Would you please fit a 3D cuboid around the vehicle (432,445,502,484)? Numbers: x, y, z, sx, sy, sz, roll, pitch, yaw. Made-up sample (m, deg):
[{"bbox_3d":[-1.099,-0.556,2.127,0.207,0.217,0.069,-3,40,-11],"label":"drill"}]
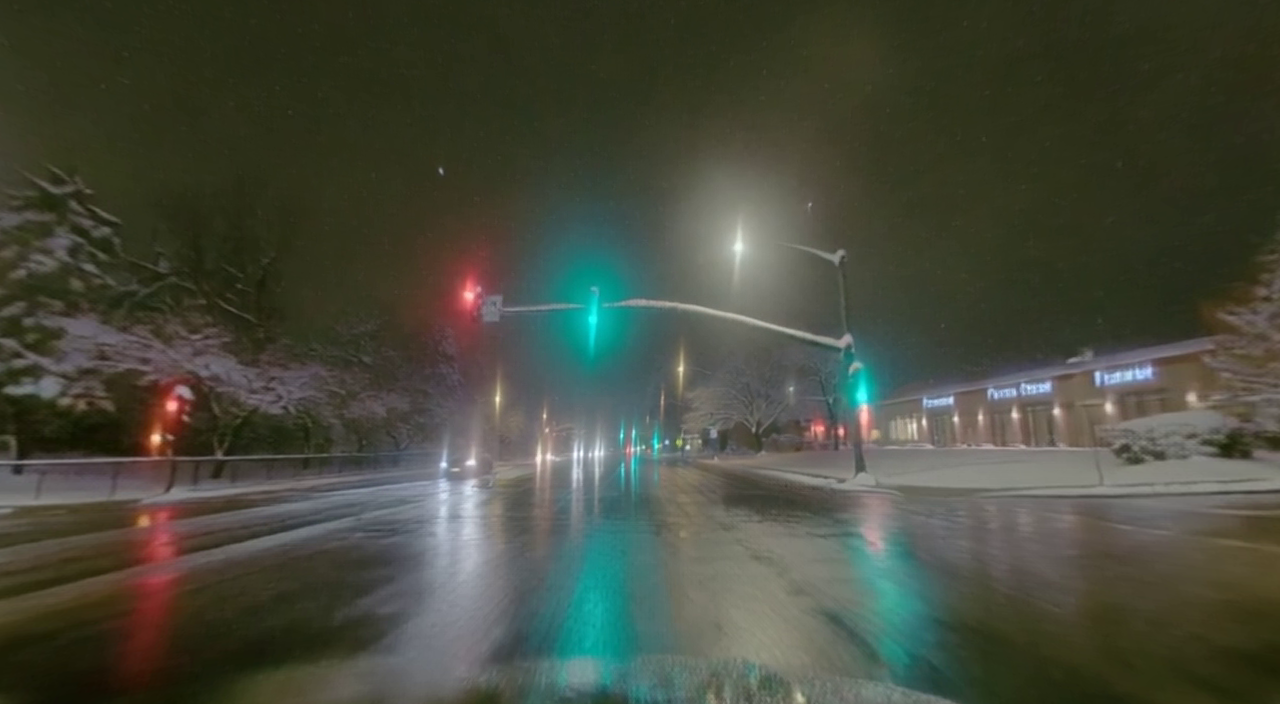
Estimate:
[{"bbox_3d":[-7.754,5.126,28.708,2.011,1.490,4.472,-3,-10,-1],"label":"vehicle"}]
